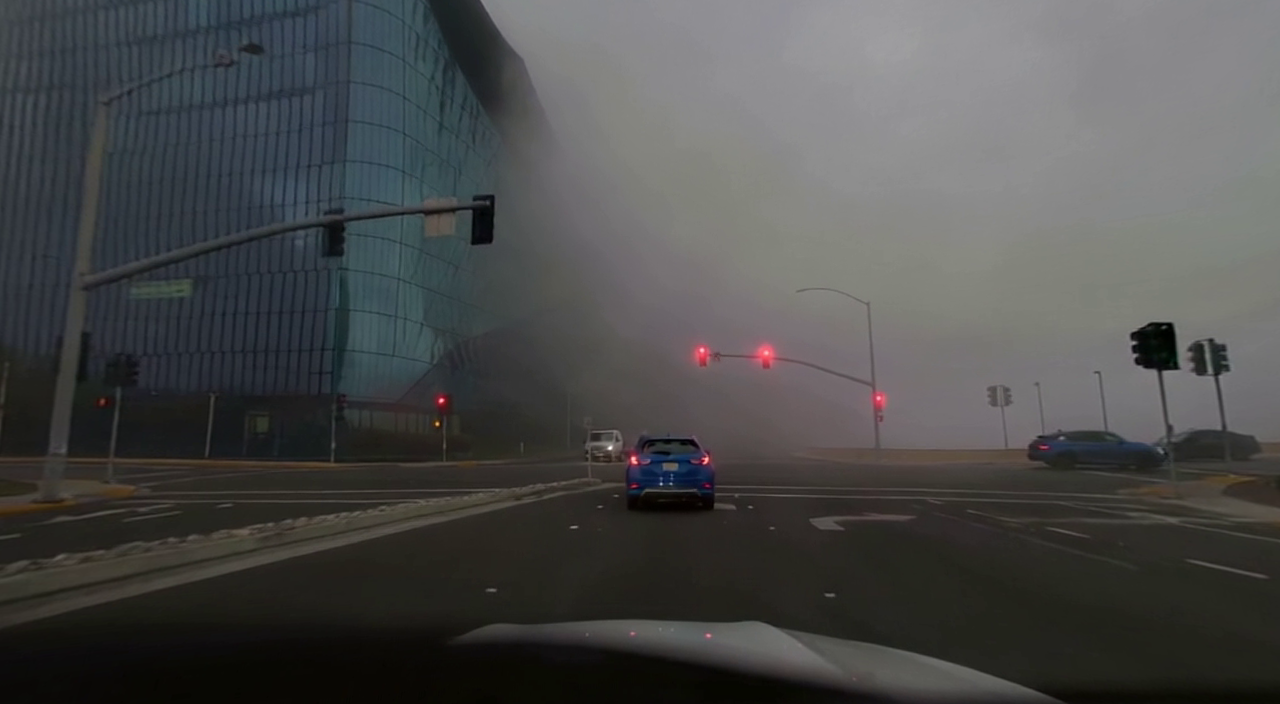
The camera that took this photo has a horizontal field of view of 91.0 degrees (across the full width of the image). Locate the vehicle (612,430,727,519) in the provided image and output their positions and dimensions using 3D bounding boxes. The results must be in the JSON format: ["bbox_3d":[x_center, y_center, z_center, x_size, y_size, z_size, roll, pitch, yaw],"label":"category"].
[{"bbox_3d":[0.702,2.479,13.228,2.014,1.525,4.197,-1,-9,5],"label":"vehicle"}]

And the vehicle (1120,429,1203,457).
[{"bbox_3d":[29.530,5.203,35.803,1.816,1.476,3.652,-1,-9,6],"label":"vehicle"}]

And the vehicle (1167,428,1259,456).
[{"bbox_3d":[32.024,5.073,35.319,1.743,1.472,3.772,0,-9,5],"label":"vehicle"}]

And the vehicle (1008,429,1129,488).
[{"bbox_3d":[14.558,3.564,21.291,4.739,1.749,2.174,8,-12,-42],"label":"vehicle"}]
